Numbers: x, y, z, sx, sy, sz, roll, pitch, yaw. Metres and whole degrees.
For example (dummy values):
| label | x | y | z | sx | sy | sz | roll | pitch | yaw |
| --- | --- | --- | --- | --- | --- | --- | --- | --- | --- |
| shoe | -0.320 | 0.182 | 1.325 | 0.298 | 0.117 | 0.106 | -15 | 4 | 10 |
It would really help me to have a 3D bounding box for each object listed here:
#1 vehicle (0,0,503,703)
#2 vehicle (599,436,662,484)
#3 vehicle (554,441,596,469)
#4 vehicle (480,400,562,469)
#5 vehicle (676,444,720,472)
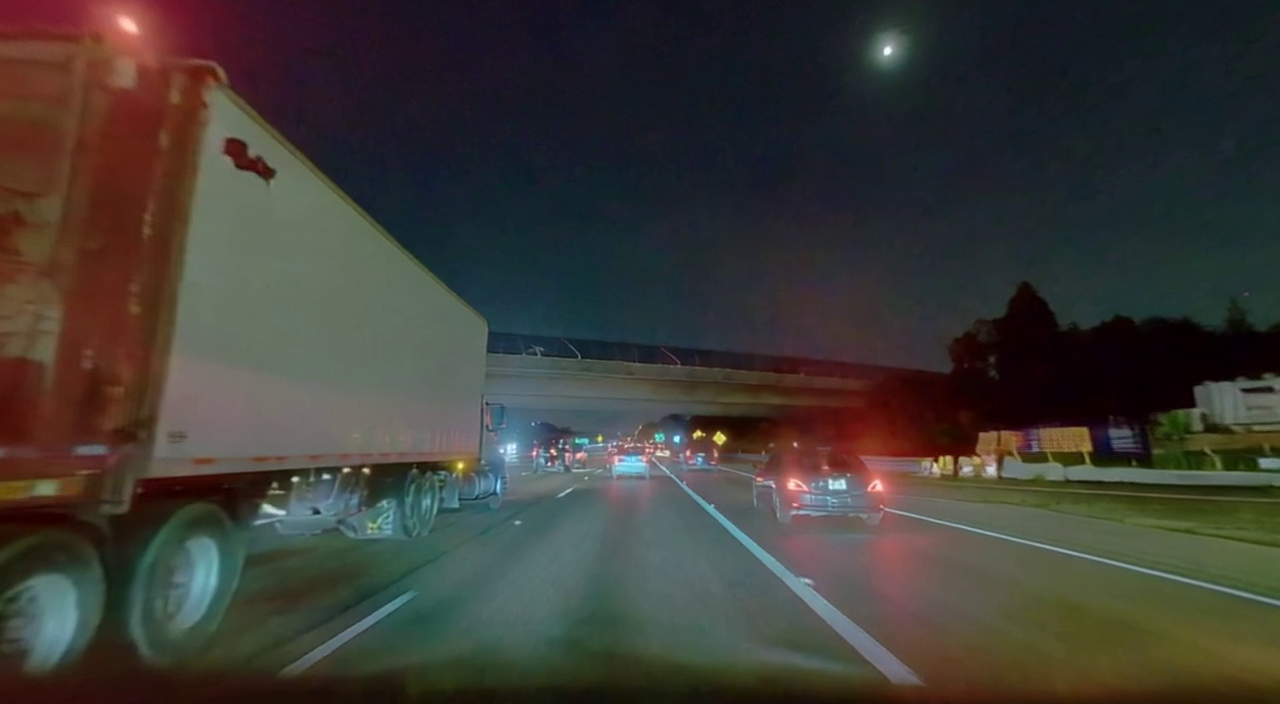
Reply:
| label | x | y | z | sx | sy | sz | roll | pitch | yaw |
| --- | --- | --- | --- | --- | --- | --- | --- | --- | --- |
| vehicle | -3.746 | 0.389 | 4.395 | 3.075 | 3.276 | 11.073 | 0 | -8 | 0 |
| vehicle | -0.366 | 4.198 | 24.872 | 2.270 | 1.696 | 4.061 | 0 | -8 | 0 |
| vehicle | -4.018 | 6.460 | 39.662 | 2.124 | 1.639 | 4.344 | 0 | -8 | 1 |
| vehicle | -7.328 | 5.430 | 40.847 | 2.959 | 3.886 | 10.574 | 0 | -8 | 2 |
| vehicle | 3.213 | 5.944 | 35.585 | 2.003 | 1.465 | 4.092 | 0 | -8 | -1 |
